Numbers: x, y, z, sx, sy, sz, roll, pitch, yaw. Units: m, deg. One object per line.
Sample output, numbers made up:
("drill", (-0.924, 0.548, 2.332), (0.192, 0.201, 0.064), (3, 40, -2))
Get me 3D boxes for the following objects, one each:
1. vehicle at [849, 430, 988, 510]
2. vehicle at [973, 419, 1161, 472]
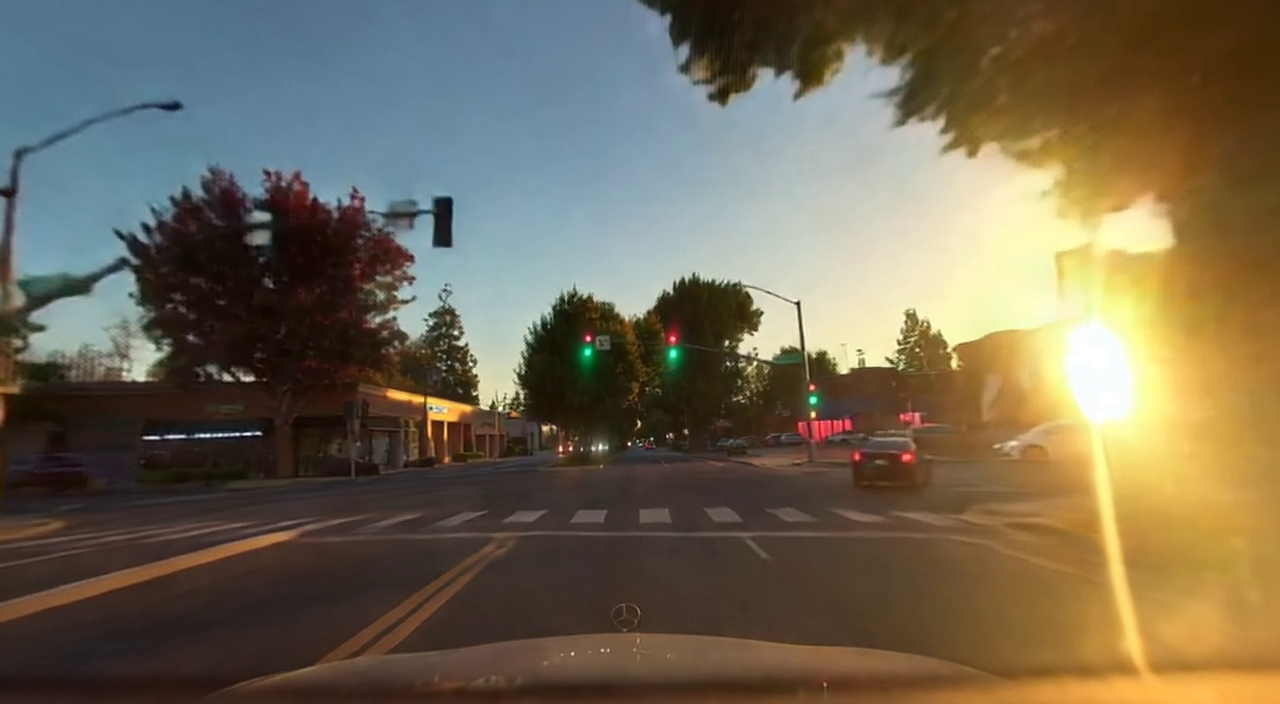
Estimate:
("vehicle", (6.447, 2.549, 14.253), (2.064, 1.470, 4.610), (-5, -9, 33))
("vehicle", (14.140, 3.121, 21.103), (4.704, 1.544, 2.112), (-1, -8, 0))
